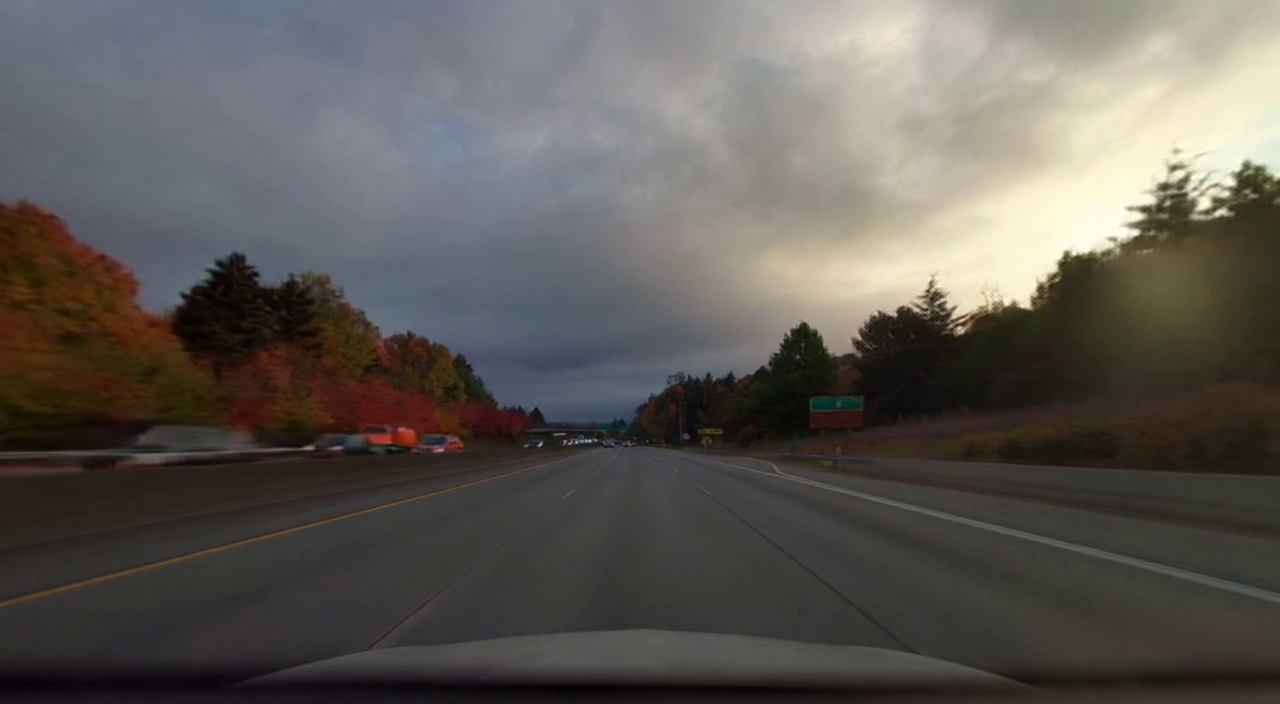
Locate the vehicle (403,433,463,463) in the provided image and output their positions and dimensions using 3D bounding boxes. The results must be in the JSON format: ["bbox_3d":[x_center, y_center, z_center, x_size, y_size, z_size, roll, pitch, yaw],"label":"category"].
[{"bbox_3d":[-11.521,5.351,35.254,1.959,1.551,4.049,0,-8,0],"label":"vehicle"}]

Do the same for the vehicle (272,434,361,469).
[{"bbox_3d":[-14.995,4.625,29.434,1.818,1.470,4.393,0,-8,0],"label":"vehicle"}]

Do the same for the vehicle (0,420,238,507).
[{"bbox_3d":[-11.365,2.342,13.707,1.969,1.544,4.758,0,-8,1],"label":"vehicle"}]

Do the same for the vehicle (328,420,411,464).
[{"bbox_3d":[-15.030,5.056,35.323,2.385,2.253,4.845,0,-8,1],"label":"vehicle"}]
